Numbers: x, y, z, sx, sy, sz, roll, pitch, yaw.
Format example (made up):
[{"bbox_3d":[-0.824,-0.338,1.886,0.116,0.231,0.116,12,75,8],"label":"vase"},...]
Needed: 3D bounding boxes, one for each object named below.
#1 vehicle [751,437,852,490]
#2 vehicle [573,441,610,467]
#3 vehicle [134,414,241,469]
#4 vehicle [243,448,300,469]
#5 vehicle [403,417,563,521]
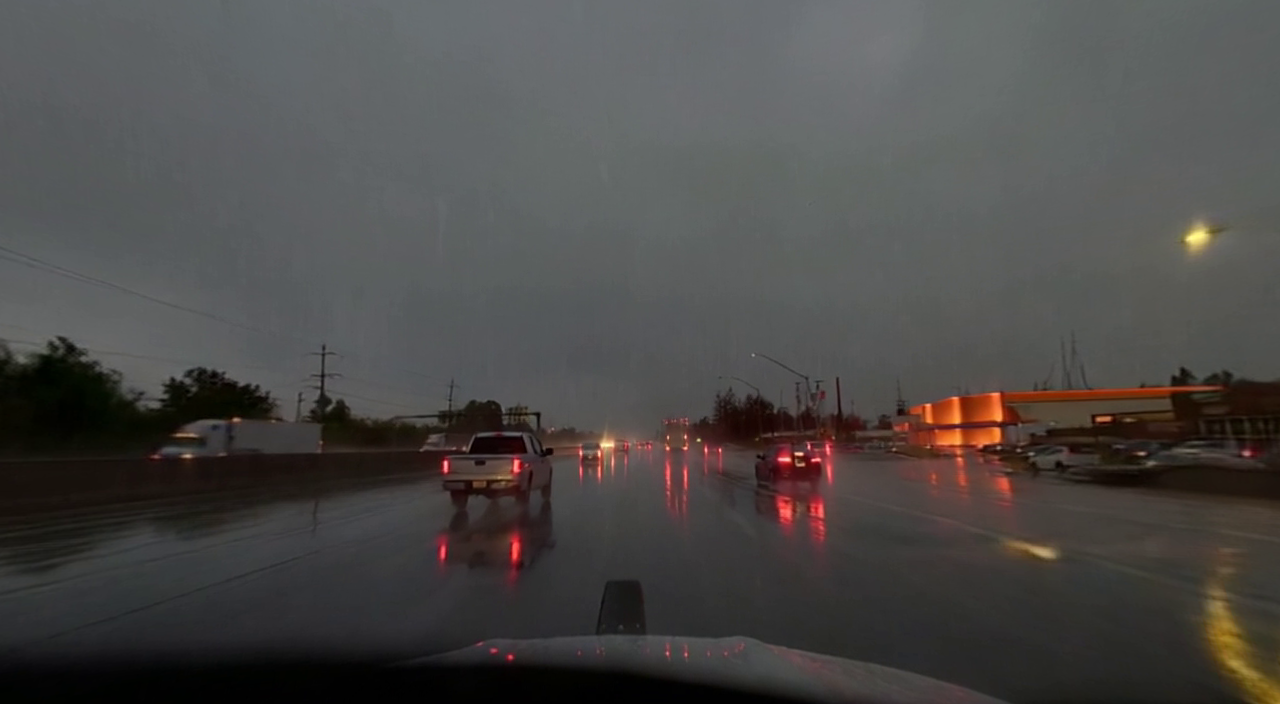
[{"bbox_3d":[5.016,3.518,20.225,1.980,1.501,4.433,0,-9,-1],"label":"vehicle"},{"bbox_3d":[-2.941,6.352,39.230,1.929,1.521,4.097,0,-9,1],"label":"vehicle"},{"bbox_3d":[-33.901,6.737,47.485,3.197,3.832,6.015,0,-9,2],"label":"vehicle"},{"bbox_3d":[-27.219,7.858,46.602,1.709,1.503,3.892,0,-9,3],"label":"vehicle"},{"bbox_3d":[-3.040,2.397,13.379,2.130,1.799,4.583,0,-9,1],"label":"vehicle"}]
